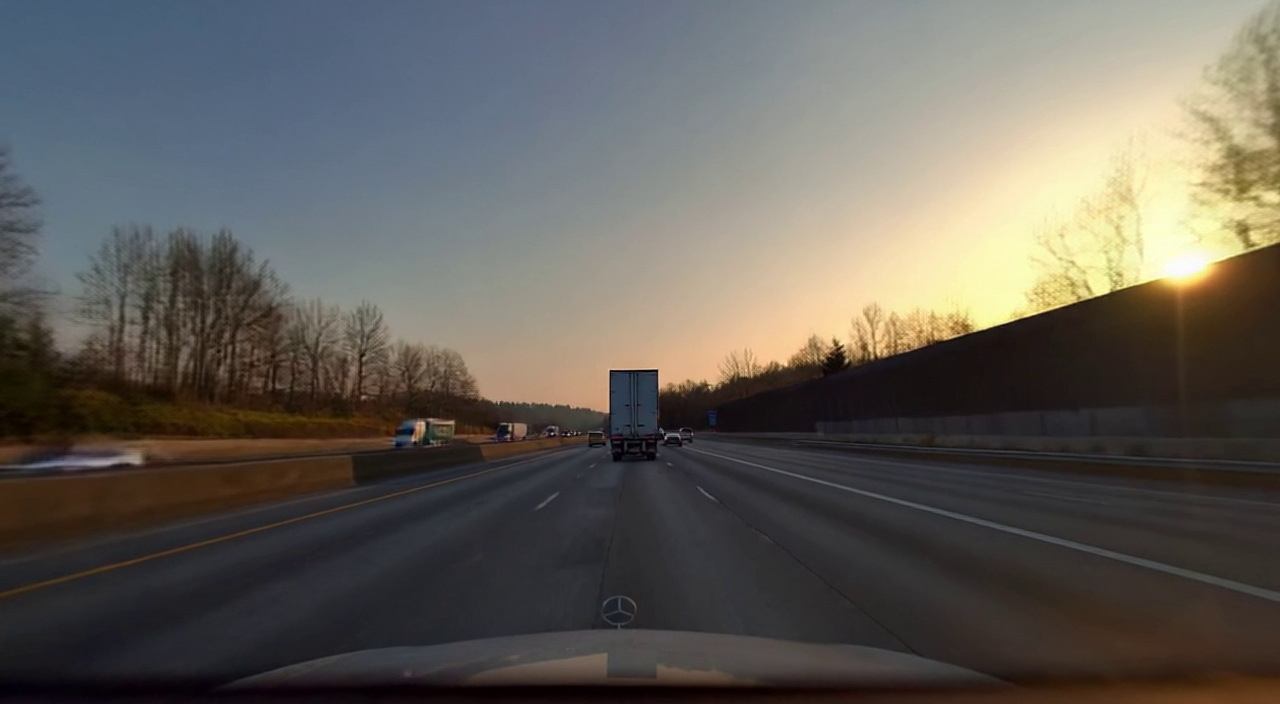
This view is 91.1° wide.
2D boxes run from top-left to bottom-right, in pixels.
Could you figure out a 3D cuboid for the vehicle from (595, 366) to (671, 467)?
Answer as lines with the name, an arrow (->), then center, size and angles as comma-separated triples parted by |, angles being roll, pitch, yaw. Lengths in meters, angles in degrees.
vehicle -> -0.334, 3.624, 33.183 | 2.965, 3.972, 16.689 | 0, -8, 0
